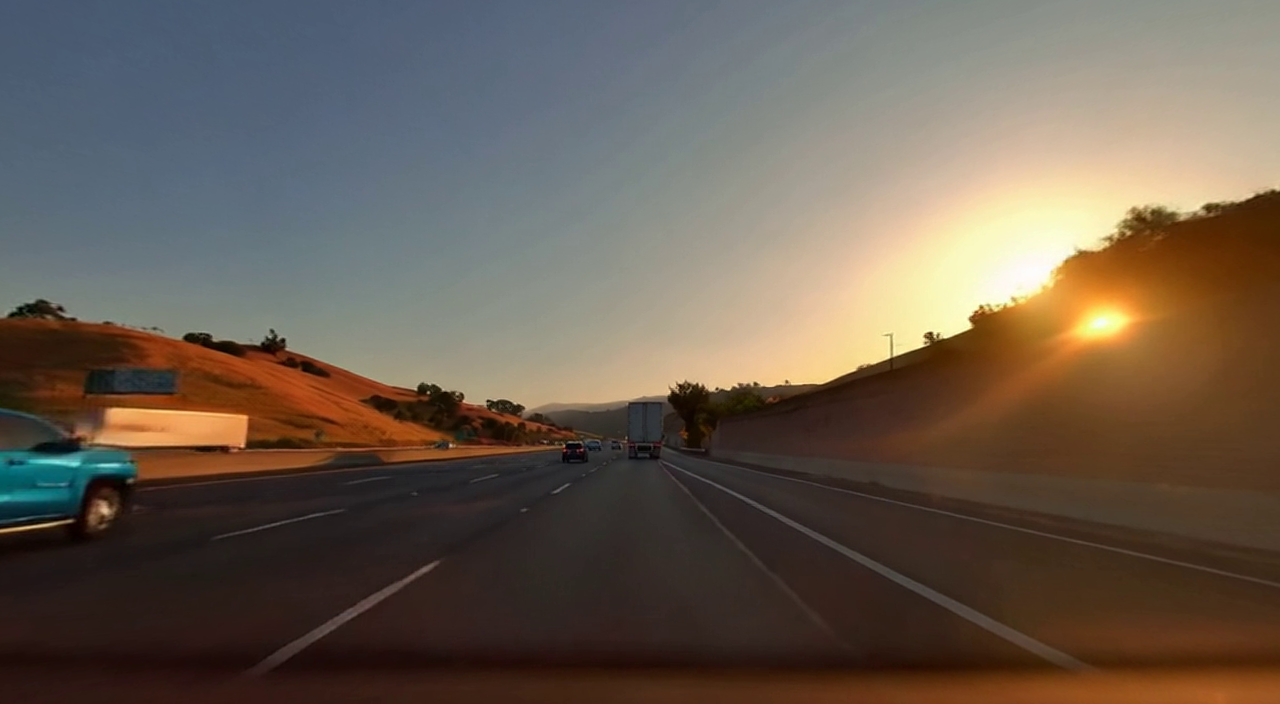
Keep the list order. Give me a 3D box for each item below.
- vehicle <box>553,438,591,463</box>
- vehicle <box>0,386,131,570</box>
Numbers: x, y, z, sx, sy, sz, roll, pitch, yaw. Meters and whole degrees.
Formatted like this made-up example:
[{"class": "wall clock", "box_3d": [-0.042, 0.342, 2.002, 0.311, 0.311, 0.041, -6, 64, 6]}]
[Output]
[{"class": "vehicle", "box_3d": [-4.318, 6.296, 40.464, 1.983, 1.508, 4.060, 0, -8, 0]}, {"class": "vehicle", "box_3d": [-7.513, 1.097, 5.211, 2.113, 1.837, 5.339, 0, -8, 0]}]
